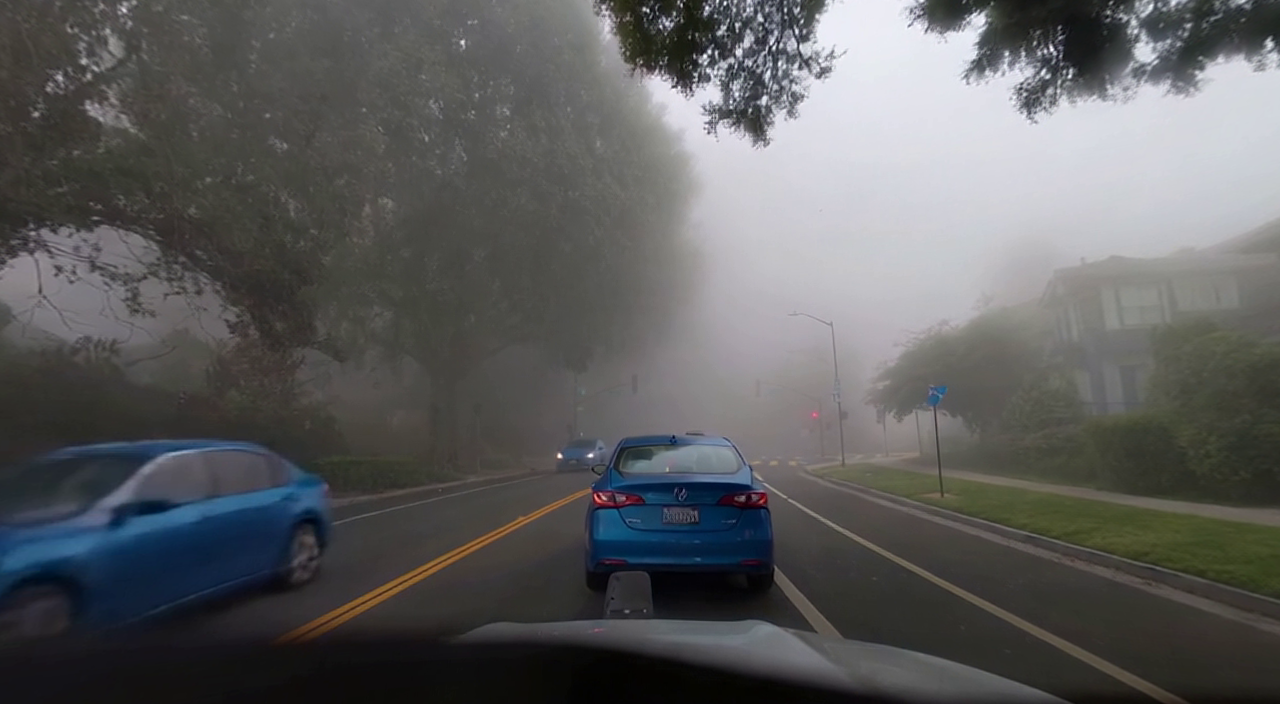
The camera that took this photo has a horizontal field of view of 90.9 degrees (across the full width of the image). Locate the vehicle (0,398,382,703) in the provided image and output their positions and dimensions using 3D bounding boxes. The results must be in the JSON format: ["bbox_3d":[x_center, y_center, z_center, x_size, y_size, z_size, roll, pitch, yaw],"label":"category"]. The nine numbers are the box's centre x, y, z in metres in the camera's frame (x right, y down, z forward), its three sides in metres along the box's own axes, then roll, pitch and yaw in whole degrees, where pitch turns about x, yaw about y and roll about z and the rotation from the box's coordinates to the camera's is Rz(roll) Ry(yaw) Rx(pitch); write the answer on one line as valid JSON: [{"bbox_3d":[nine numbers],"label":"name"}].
[{"bbox_3d":[-4.197,1.422,5.215,2.160,1.507,4.470,-6,-9,1],"label":"vehicle"}]

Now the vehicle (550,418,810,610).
[{"bbox_3d":[0.354,1.589,7.090,2.070,1.516,3.936,0,-8,1],"label":"vehicle"}]
